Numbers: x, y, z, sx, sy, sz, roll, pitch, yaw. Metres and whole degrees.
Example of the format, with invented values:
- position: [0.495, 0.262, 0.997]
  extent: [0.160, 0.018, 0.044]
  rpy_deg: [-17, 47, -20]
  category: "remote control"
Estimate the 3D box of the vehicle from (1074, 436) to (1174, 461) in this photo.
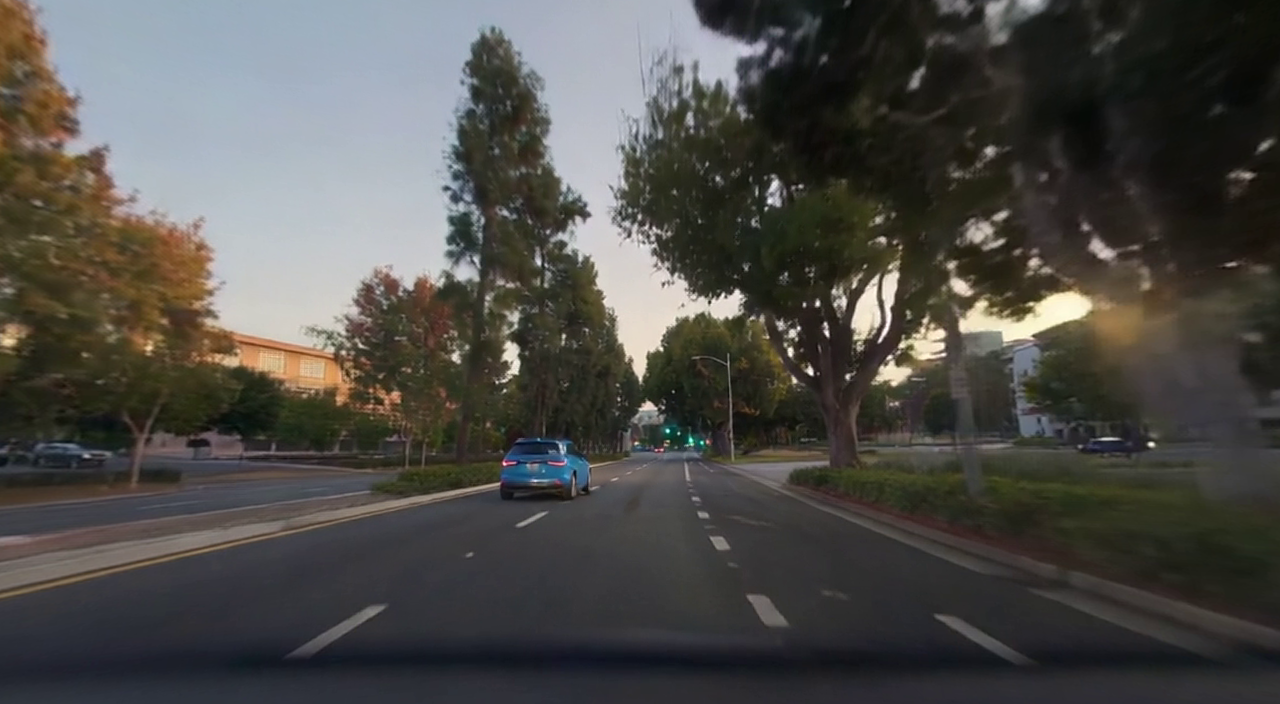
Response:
- position: [33.674, 6.732, 44.051]
  extent: [5.239, 1.663, 1.977]
  rpy_deg: [0, -9, 3]
  category: "vehicle"

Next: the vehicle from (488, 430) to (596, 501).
- position: [-2.554, 3.115, 17.708]
  extent: [2.121, 1.724, 4.392]
  rpy_deg: [0, -9, 2]
  category: "vehicle"
